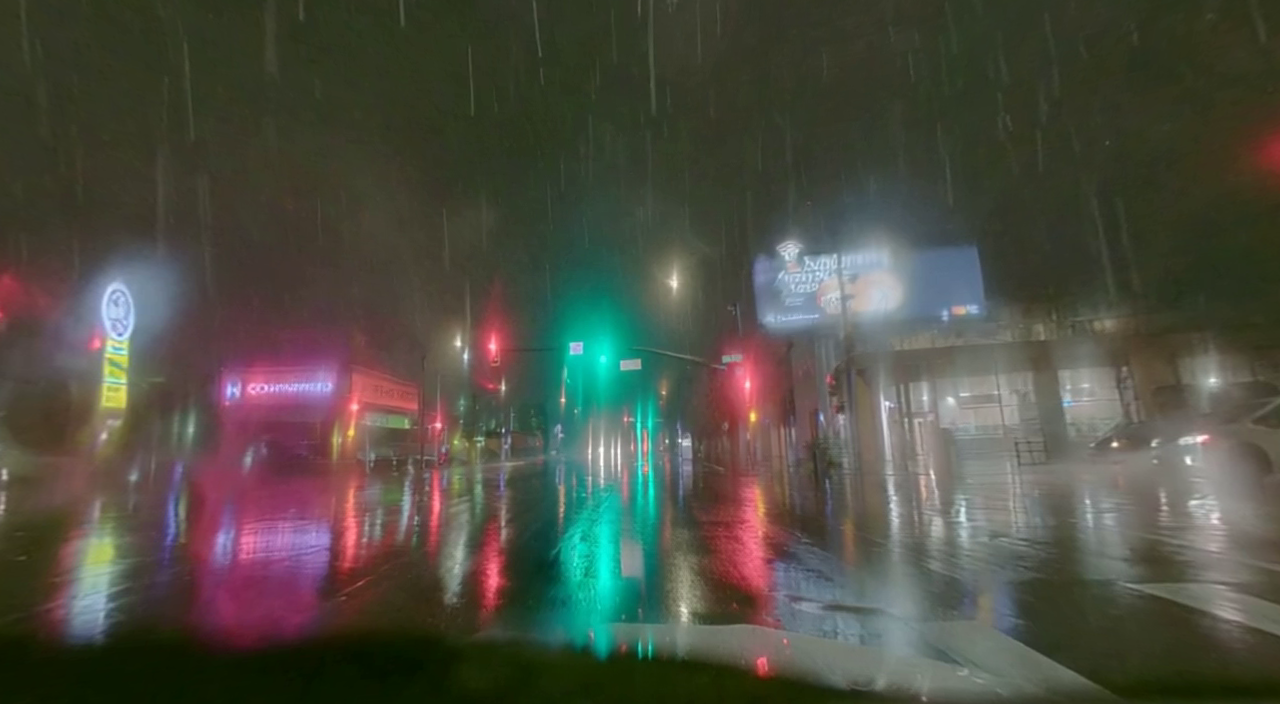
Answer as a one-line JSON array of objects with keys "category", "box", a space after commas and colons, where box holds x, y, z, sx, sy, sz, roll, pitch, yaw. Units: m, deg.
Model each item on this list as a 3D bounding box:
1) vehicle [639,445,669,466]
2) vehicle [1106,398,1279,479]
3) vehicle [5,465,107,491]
[{"category": "vehicle", "box": [1.051, 7.842, 48.079, 2.168, 1.545, 4.047, 0, -9, 2]}, {"category": "vehicle", "box": [15.186, 2.166, 15.766, 5.097, 1.848, 2.288, -2, -9, 11]}, {"category": "vehicle", "box": [-38.624, 8.303, 41.902, 1.826, 1.432, 4.530, -5, -10, 30]}]
